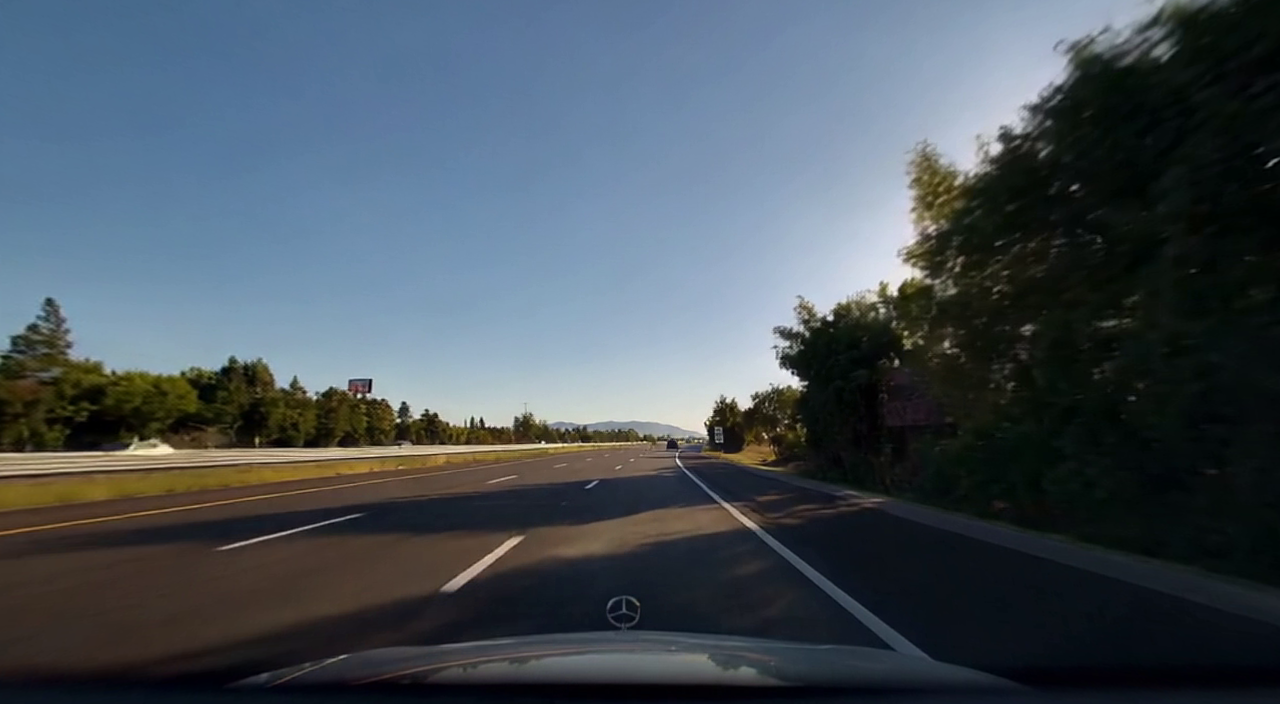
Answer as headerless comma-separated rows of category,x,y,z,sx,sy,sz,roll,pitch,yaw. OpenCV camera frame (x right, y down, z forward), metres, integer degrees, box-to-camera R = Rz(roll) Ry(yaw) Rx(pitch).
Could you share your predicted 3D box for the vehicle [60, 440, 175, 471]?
vehicle,-28.357,5.620,34.447,1.970,1.543,4.830,0,-9,3
